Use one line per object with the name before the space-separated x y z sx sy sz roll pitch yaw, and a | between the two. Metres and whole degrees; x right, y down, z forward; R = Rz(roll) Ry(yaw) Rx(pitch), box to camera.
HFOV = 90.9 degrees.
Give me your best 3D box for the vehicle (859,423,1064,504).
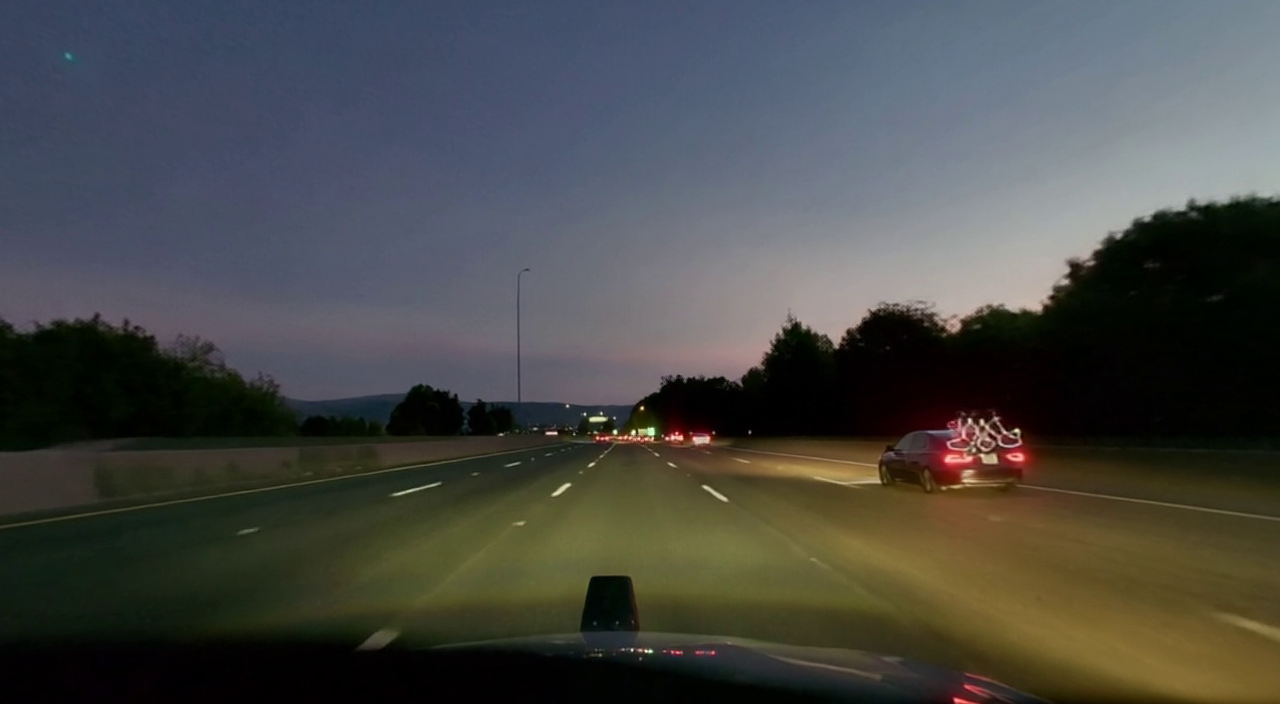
vehicle | 6.938 2.424 14.366 2.034 1.511 4.785 0 -8 -2
